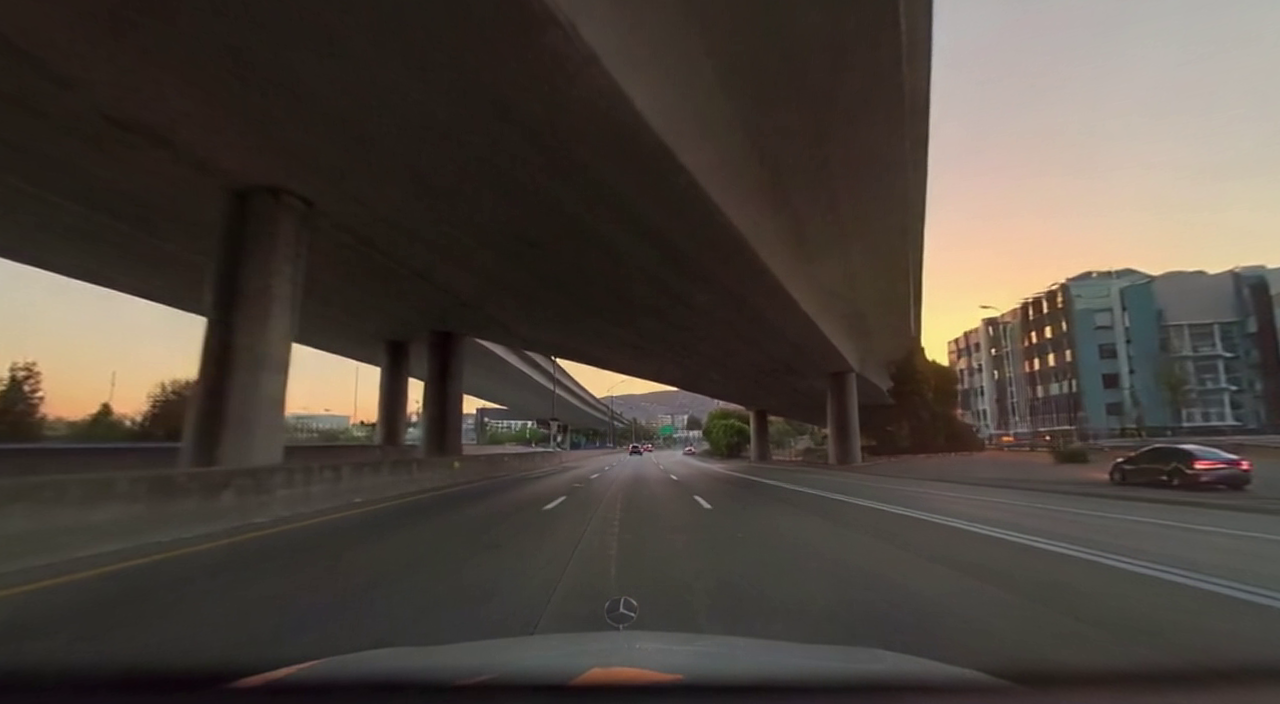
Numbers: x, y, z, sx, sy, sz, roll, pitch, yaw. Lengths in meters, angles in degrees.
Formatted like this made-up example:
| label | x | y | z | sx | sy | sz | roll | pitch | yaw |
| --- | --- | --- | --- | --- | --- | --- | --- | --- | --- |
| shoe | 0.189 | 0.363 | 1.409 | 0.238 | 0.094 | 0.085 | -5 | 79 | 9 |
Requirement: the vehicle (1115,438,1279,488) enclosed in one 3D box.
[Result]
| label | x | y | z | sx | sy | sz | roll | pitch | yaw |
| --- | --- | --- | --- | --- | --- | --- | --- | --- | --- |
| vehicle | 18.543 | 3.613 | 20.912 | 2.059 | 1.457 | 4.537 | 0 | -8 | 0 |
